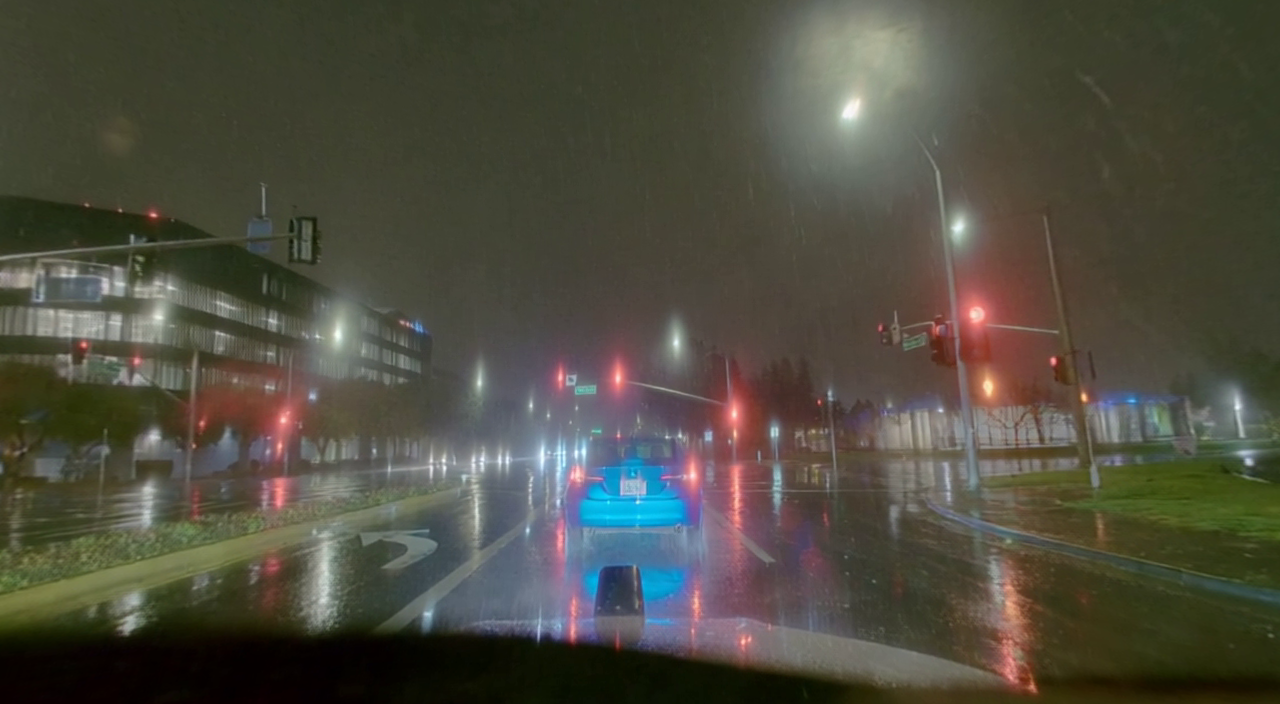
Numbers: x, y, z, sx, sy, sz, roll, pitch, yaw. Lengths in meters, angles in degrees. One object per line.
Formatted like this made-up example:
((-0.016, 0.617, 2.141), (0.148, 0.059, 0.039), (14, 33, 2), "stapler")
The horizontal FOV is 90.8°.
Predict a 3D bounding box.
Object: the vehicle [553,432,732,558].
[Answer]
((0.003, 1.997, 9.521), (2.107, 1.470, 3.974), (0, -9, -1), "vehicle")
